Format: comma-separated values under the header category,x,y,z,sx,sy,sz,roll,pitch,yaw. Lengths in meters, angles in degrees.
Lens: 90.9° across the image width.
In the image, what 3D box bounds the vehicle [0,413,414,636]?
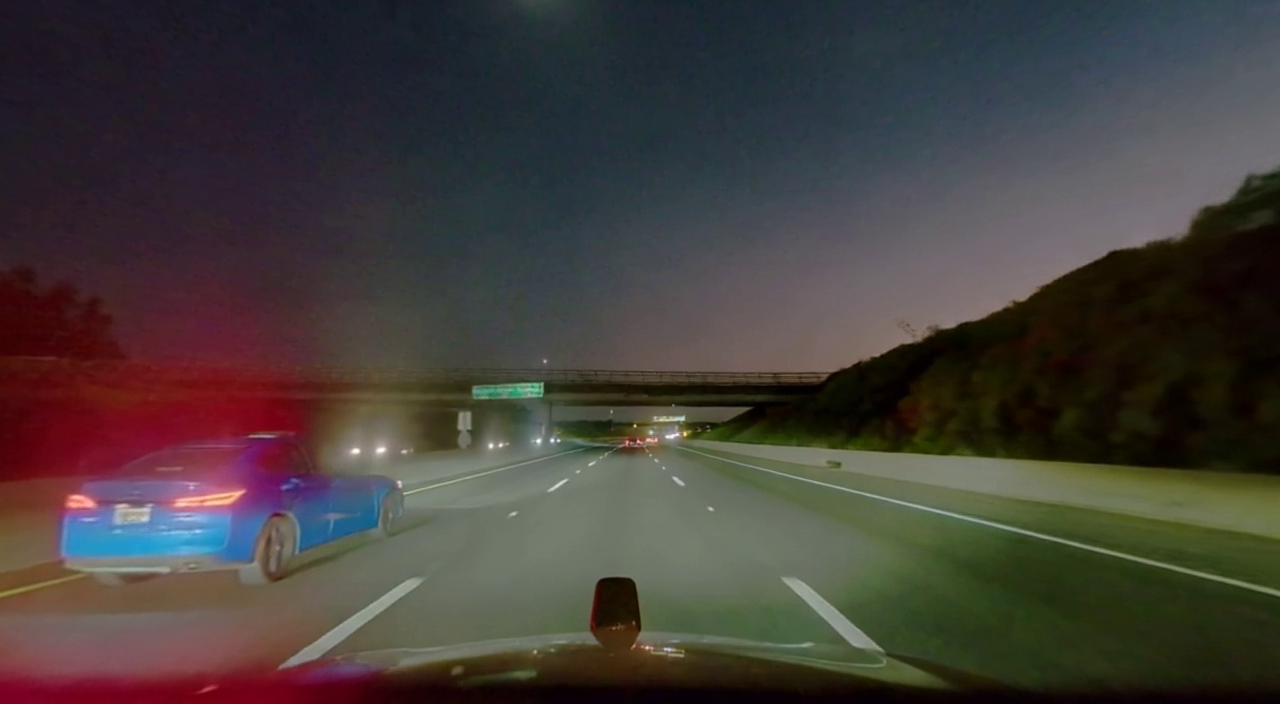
category,x,y,z,sx,sy,sz,roll,pitch,yaw
vehicle,-4.010,1.431,6.319,1.981,1.475,4.084,0,-8,0
